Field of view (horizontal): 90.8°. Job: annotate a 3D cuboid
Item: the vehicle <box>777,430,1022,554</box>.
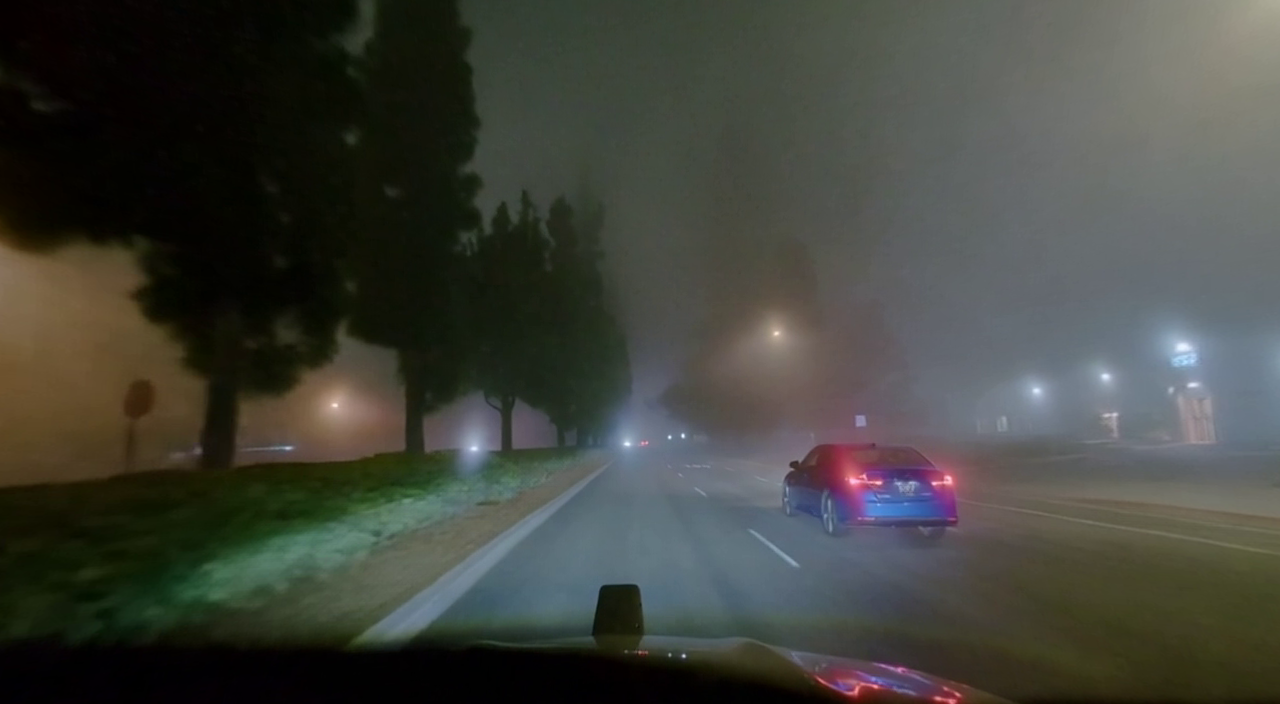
[{"bbox_3d":[3.612,2.009,9.836,1.950,1.473,4.259,0,-8,-1],"label":"vehicle"}]
